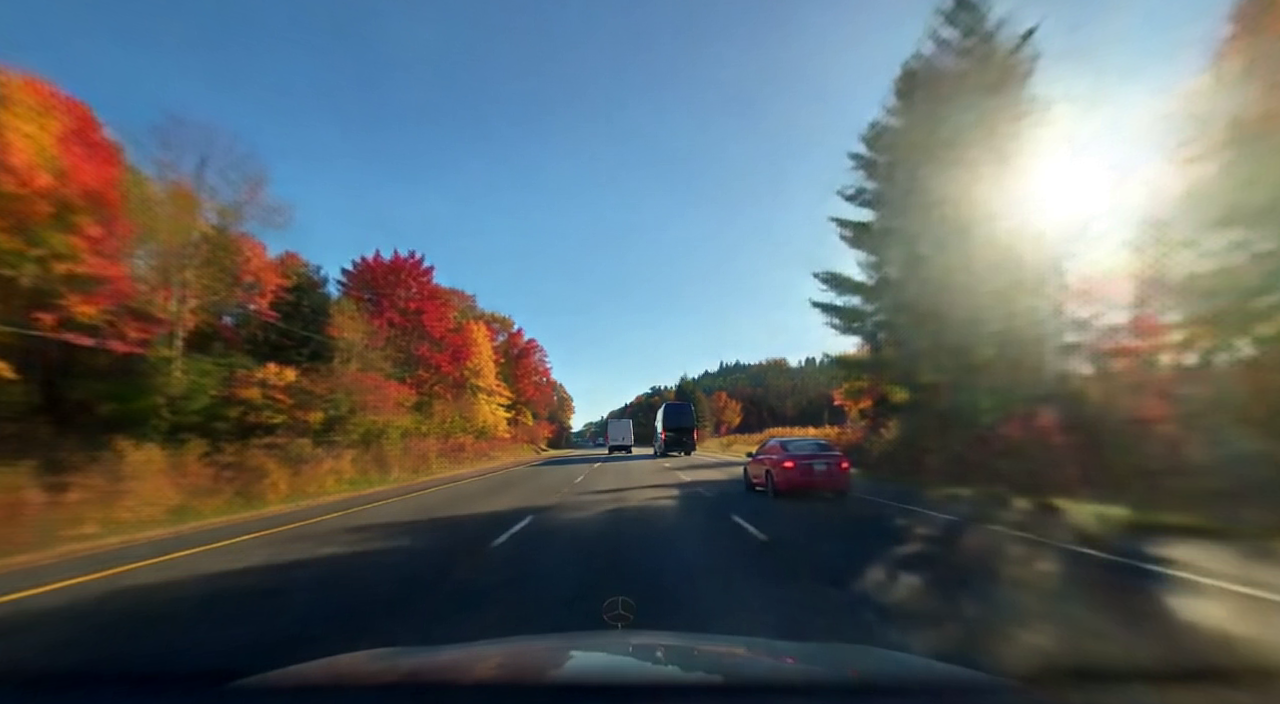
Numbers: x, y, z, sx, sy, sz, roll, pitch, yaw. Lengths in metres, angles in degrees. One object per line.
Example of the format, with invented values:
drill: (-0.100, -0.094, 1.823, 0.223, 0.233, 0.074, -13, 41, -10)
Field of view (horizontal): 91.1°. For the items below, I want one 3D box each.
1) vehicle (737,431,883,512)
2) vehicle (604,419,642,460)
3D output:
vehicle: (3.533, 2.546, 14.030, 1.962, 1.508, 4.363, 0, -8, -1)
vehicle: (-1.132, 5.971, 43.003, 2.389, 2.637, 5.437, 0, -8, -1)
